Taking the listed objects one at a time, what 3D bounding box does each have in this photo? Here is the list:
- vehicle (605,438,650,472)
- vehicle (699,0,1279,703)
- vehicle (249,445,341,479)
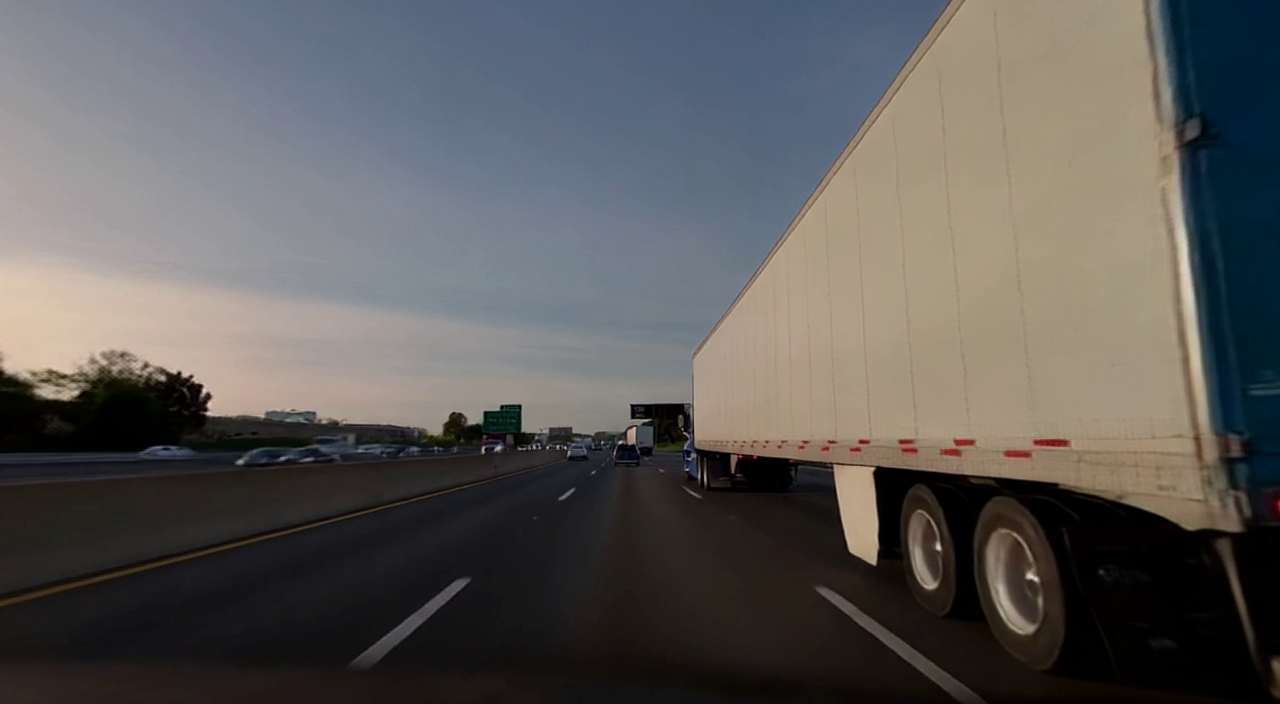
[{"bbox_3d":[-0.663,5.420,33.409,2.191,1.685,4.015,0,-9,-1],"label":"vehicle"},{"bbox_3d":[3.315,0.591,9.369,2.996,4.123,15.965,0,-9,-1],"label":"vehicle"},{"bbox_3d":[-16.668,5.311,30.828,2.134,1.489,4.523,0,-9,-3],"label":"vehicle"}]
